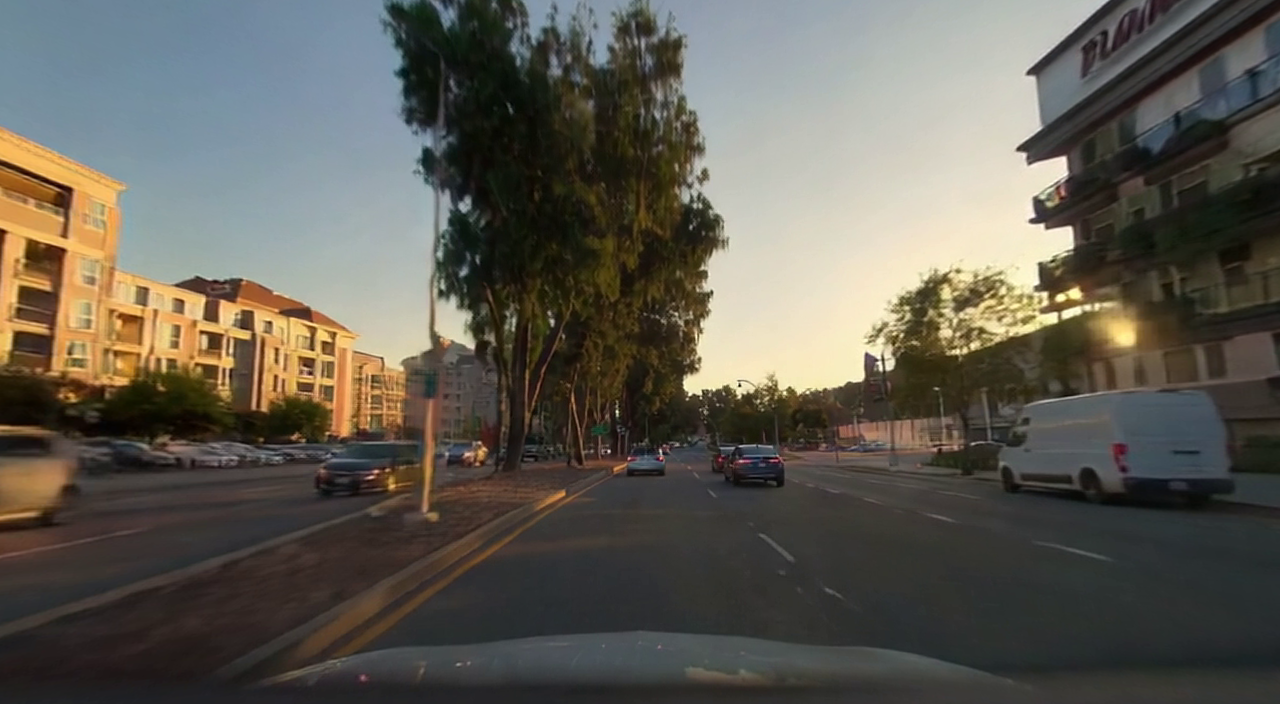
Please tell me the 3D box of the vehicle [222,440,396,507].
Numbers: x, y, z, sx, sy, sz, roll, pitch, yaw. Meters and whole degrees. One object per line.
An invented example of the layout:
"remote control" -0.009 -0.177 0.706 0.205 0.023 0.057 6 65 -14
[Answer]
"vehicle" -8.258 3.055 16.372 1.992 1.465 4.458 0 -9 2

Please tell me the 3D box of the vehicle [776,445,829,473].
"vehicle" 9.097 6.011 35.769 1.860 1.475 4.488 0 -9 0

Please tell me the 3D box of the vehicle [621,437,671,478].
"vehicle" 0.329 4.703 28.271 2.101 1.694 3.979 0 -9 2

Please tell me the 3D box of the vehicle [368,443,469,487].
"vehicle" -8.033 4.128 23.410 2.007 1.443 4.447 0 -9 2

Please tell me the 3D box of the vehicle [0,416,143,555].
"vehicle" -8.956 1.656 7.818 1.934 1.713 4.441 0 -9 0

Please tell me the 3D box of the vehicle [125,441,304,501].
"vehicle" -11.786 3.295 17.974 1.839 1.468 4.536 0 -9 2

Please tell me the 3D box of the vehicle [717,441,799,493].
"vehicle" 3.627 3.609 20.136 1.852 1.498 3.825 0 -9 0

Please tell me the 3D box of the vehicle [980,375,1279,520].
"vehicle" 11.724 2.375 15.866 2.790 2.897 6.326 0 -9 0

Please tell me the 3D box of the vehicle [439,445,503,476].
"vehicle" -8.353 5.395 31.670 1.850 1.447 4.436 0 -9 2
